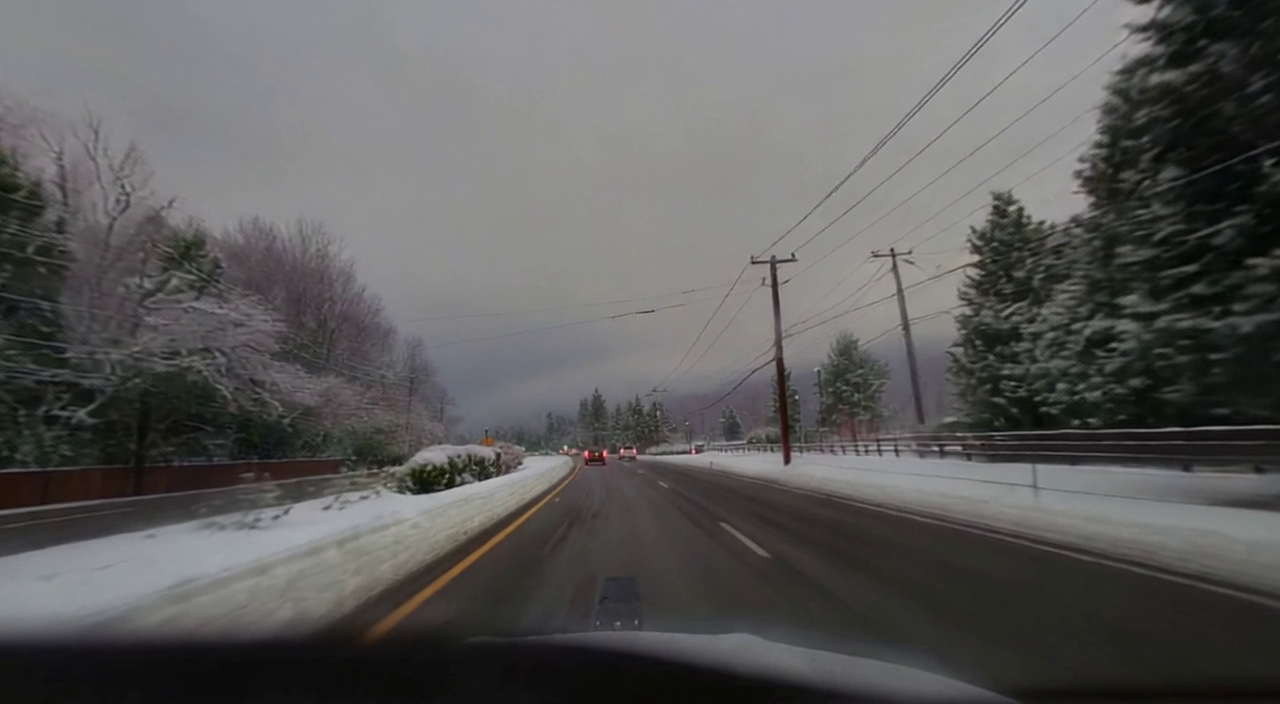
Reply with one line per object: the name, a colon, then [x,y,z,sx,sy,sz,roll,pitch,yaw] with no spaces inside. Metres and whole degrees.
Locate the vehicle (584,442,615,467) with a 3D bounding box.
vehicle: [-2.922,7.240,44.621,2.005,1.633,4.044,1,-9,-5]
